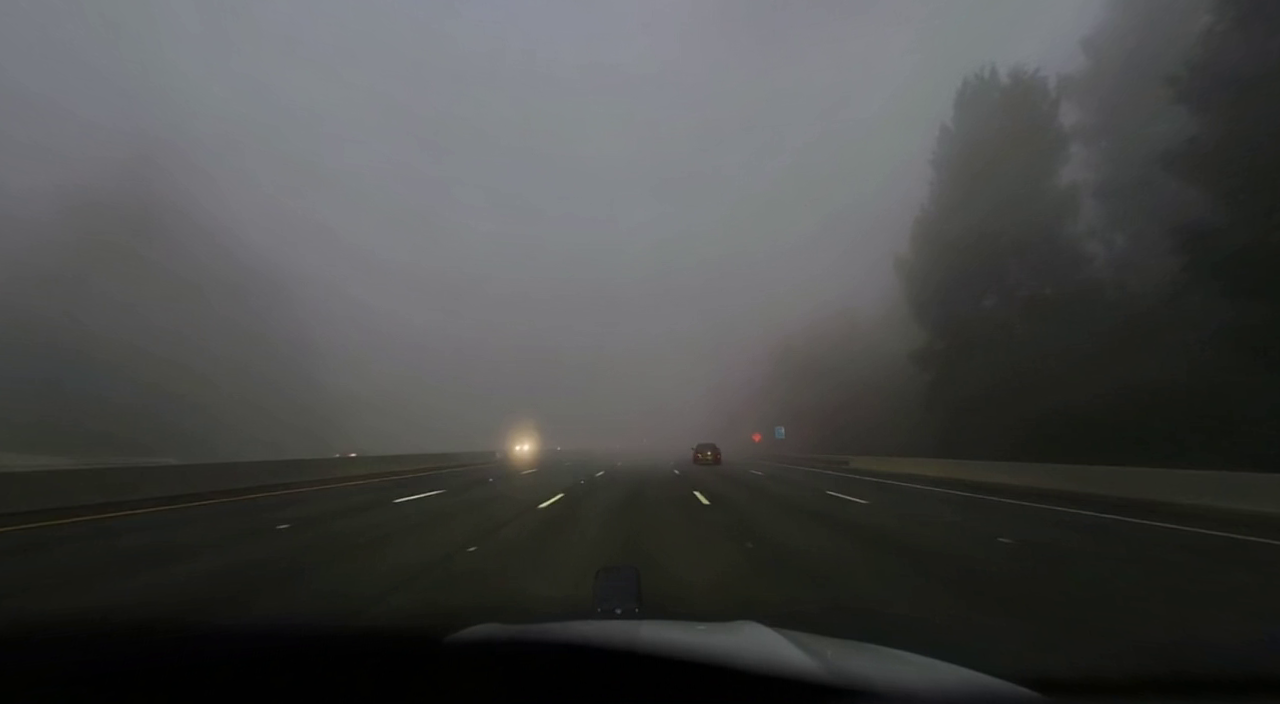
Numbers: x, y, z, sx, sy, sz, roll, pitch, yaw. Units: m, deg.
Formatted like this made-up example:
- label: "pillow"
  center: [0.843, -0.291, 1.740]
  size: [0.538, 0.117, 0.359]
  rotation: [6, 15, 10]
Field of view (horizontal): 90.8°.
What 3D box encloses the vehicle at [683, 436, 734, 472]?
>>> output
- label: "vehicle"
  center: [3.524, 5.365, 33.318]
  size: [2.224, 1.738, 4.376]
  rotation: [0, -9, 0]
